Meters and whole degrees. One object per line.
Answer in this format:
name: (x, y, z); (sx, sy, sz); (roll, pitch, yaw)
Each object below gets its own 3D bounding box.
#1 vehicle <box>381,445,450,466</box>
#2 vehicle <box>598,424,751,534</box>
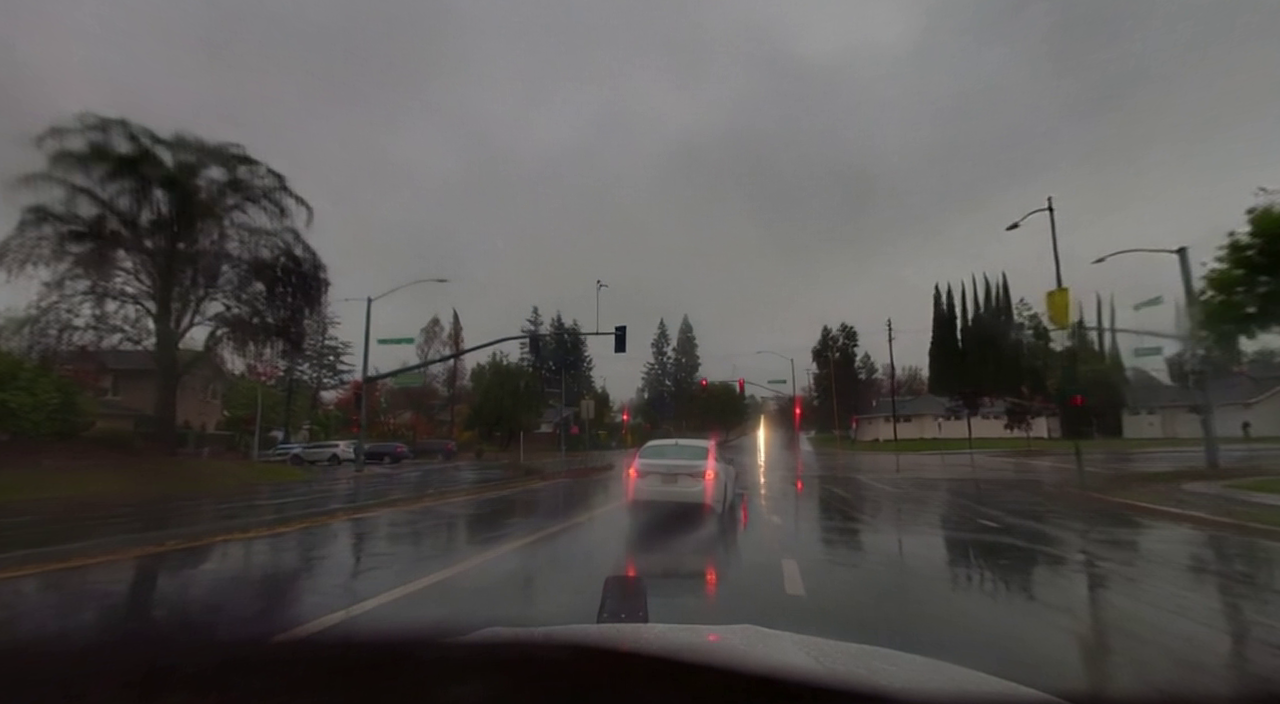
vehicle: (-16.866, 7.743, 47.097); (4.735, 1.472, 1.932); (-4, -9, 23)
vehicle: (0.898, 2.227, 11.684); (2.139, 1.564, 4.901); (-1, -9, 11)
